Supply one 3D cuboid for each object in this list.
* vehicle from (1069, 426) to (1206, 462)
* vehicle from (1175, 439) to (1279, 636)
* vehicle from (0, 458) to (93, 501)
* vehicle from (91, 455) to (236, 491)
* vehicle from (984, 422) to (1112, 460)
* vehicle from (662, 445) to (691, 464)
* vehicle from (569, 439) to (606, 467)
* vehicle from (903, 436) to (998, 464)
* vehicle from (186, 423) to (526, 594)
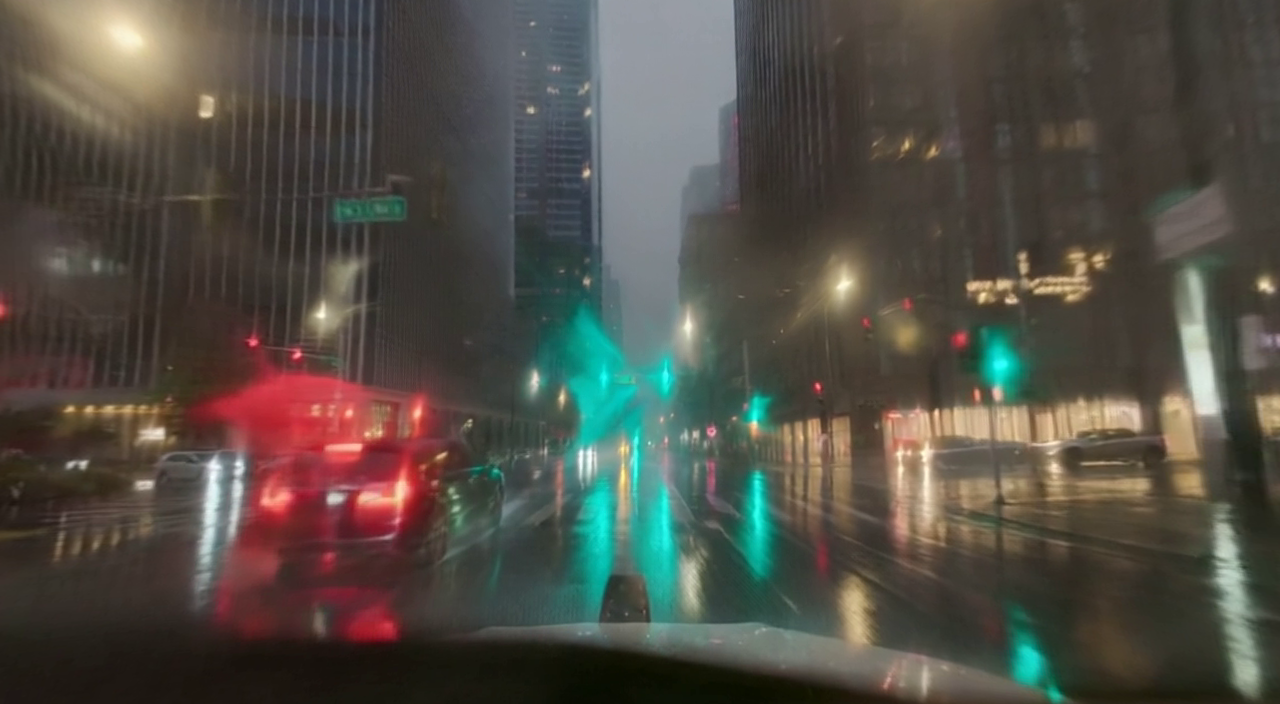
[{"bbox_3d":[22.222,4.125,28.281,4.475,1.482,2.026,1,-8,-1],"label":"vehicle"},{"bbox_3d":[5.835,1.189,3.335,1.929,1.464,4.494,0,-8,-3],"label":"vehicle"},{"bbox_3d":[-25.167,5.164,25.300,4.599,1.429,2.031,-4,-7,-1],"label":"vehicle"},{"bbox_3d":[-21.644,5.508,28.788,4.791,1.506,2.244,0,-8,0],"label":"vehicle"},{"bbox_3d":[20.237,4.456,31.430,4.827,1.817,2.190,0,-8,0],"label":"vehicle"},{"bbox_3d":[2.786,7.939,49.064,1.919,1.371,3.583,0,-8,-1],"label":"vehicle"},{"bbox_3d":[-3.778,7.394,46.166,2.176,1.804,4.740,-3,-9,0],"label":"vehicle"},{"bbox_3d":[17.269,5.468,35.179,4.293,1.495,1.935,0,-8,-1],"label":"vehicle"},{"bbox_3d":[-2.939,1.725,7.989,2.014,1.480,4.780,0,-8,1],"label":"vehicle"}]
